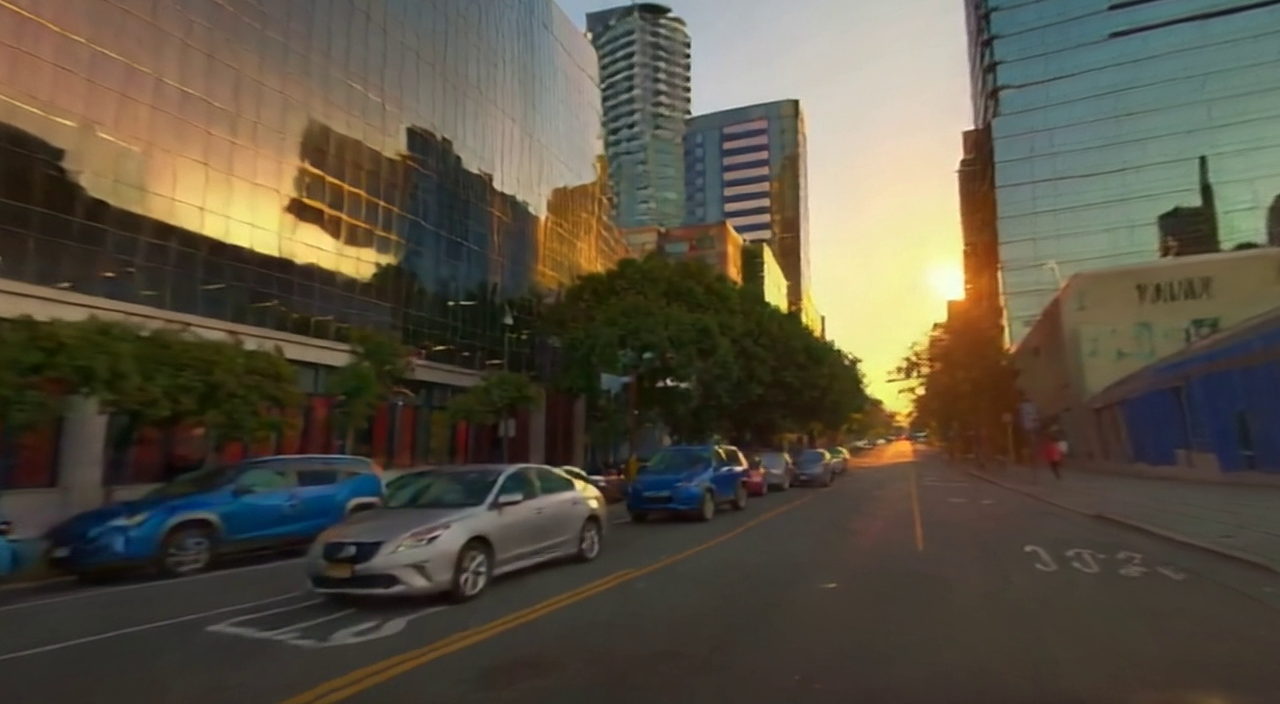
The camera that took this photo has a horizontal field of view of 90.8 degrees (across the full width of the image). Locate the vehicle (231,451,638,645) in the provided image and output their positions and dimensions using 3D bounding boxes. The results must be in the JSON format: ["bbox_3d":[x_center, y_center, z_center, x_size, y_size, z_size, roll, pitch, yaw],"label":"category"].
[{"bbox_3d":[-1.934,2.030,7.861,2.017,1.558,4.888,-4,-10,23],"label":"vehicle"}]

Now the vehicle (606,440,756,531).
[{"bbox_3d":[1.175,3.116,15.275,2.173,1.814,4.573,-5,-10,22],"label":"vehicle"}]

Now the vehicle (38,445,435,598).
[{"bbox_3d":[-6.972,2.996,12.149,2.348,2.086,6.107,-9,-12,21],"label":"vehicle"}]

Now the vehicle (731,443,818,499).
[{"bbox_3d":[5.127,4.367,23.619,2.225,1.848,4.472,-4,-10,24],"label":"vehicle"}]
